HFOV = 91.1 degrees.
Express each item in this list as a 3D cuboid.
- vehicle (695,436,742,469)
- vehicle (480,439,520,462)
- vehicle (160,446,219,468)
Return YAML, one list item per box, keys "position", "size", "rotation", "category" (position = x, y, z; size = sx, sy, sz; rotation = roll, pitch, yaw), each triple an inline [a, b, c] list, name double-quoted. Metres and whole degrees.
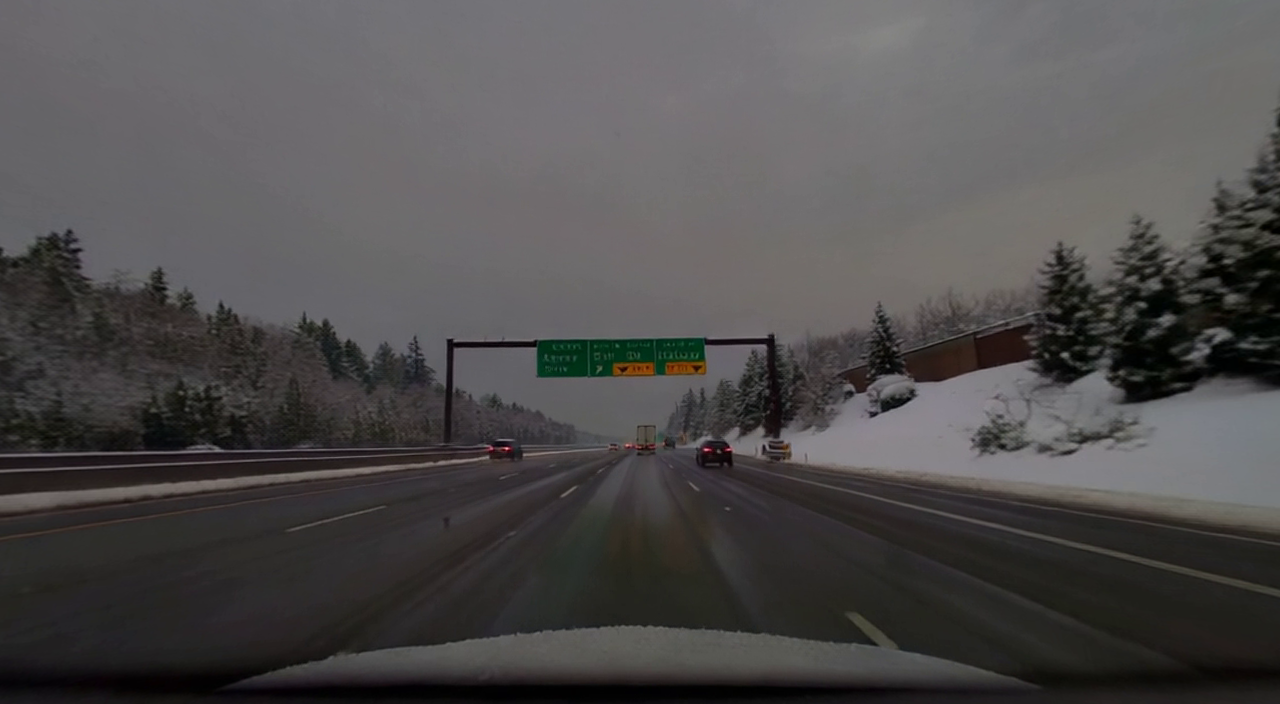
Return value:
- position: [4.170, 5.430, 34.020]
  size: [2.046, 1.655, 4.143]
  rotation: [0, -8, 0]
  category: "vehicle"
- position: [-10.791, 7.650, 48.773]
  size: [1.998, 1.712, 4.671]
  rotation: [0, -8, 0]
  category: "vehicle"
- position: [-32.227, 7.490, 44.987]
  size: [1.566, 1.426, 3.563]
  rotation: [-2, -8, 1]
  category: "vehicle"
